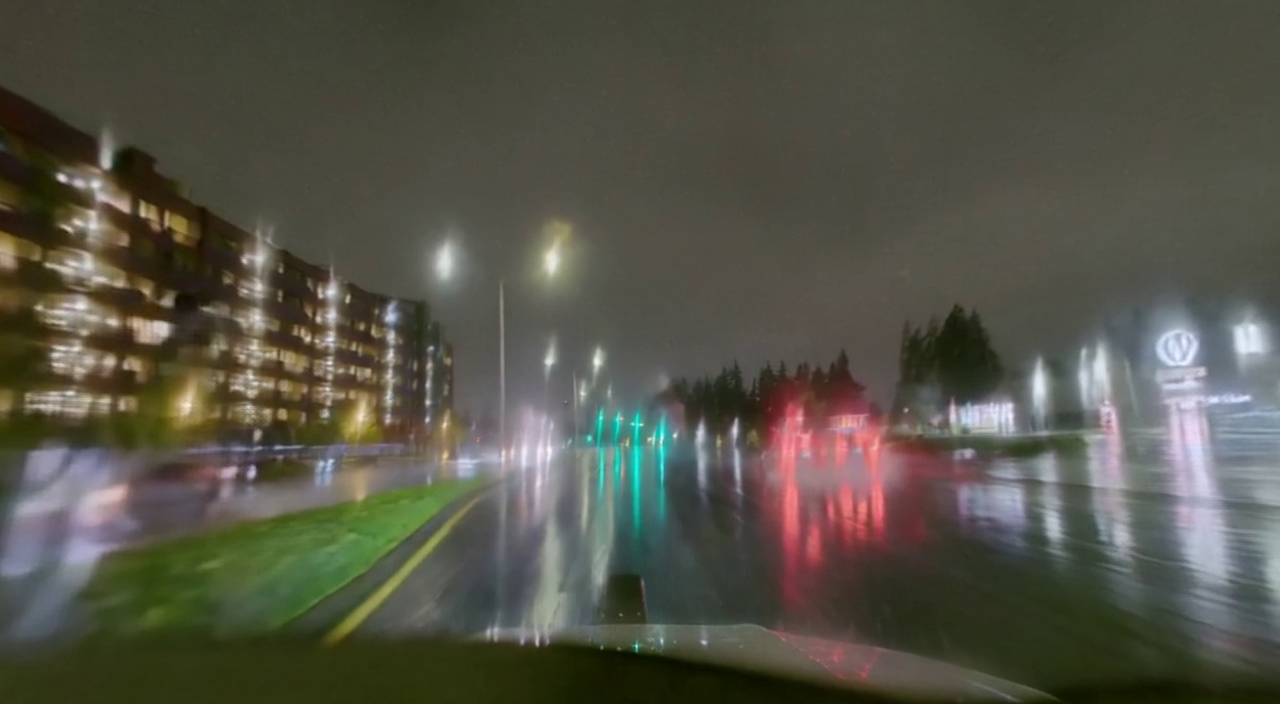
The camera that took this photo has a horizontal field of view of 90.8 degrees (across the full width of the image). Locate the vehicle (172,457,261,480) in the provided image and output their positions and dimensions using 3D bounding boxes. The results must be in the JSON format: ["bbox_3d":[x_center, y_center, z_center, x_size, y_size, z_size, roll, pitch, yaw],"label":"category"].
[{"bbox_3d":[-30.139,8.322,45.057,4.851,1.519,2.112,0,-8,1],"label":"vehicle"}]
